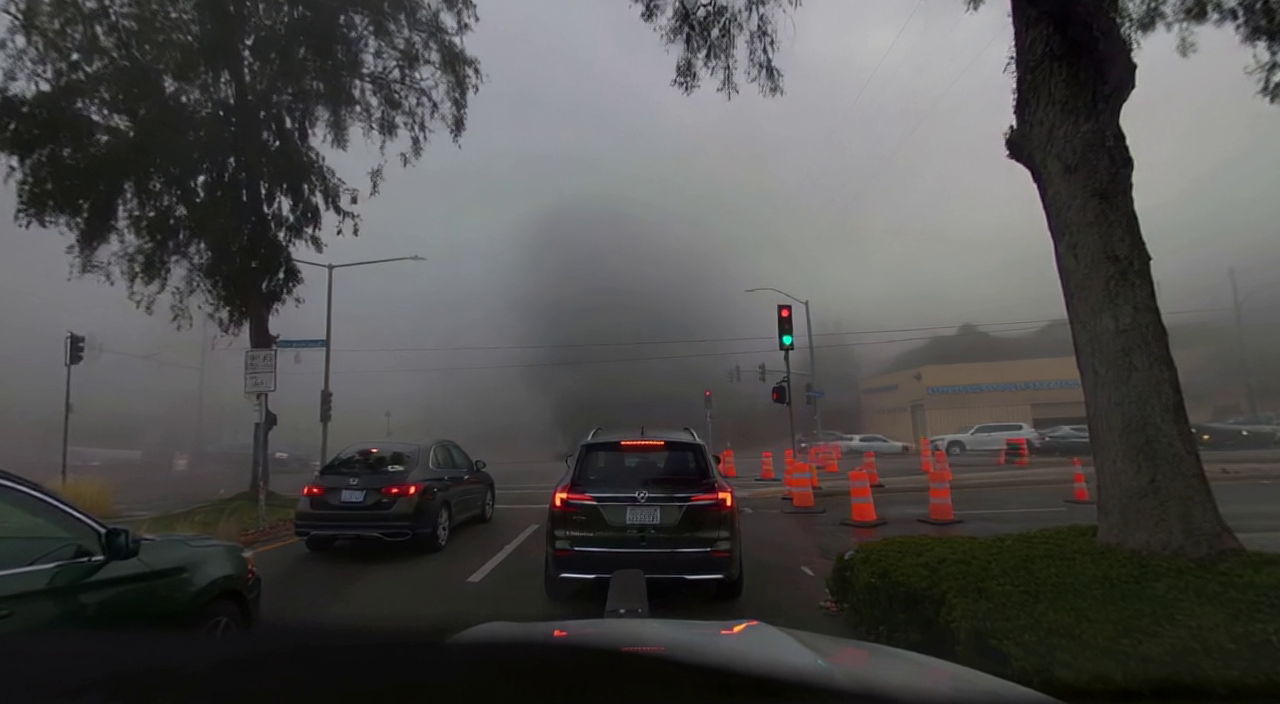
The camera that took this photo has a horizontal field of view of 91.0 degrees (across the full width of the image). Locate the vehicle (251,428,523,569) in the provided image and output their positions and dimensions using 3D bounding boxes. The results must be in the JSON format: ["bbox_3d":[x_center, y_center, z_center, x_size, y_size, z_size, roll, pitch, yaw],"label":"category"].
[{"bbox_3d":[-3.290,2.000,9.447,1.989,1.541,4.626,0,-9,2],"label":"vehicle"}]

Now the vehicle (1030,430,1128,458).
[{"bbox_3d":[28.275,5.947,40.659,4.805,1.688,1.923,0,-9,1],"label":"vehicle"}]

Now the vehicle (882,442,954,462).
[{"bbox_3d":[20.837,7.507,47.315,4.581,1.480,1.752,0,-9,0],"label":"vehicle"}]

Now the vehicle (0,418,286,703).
[{"bbox_3d":[-3.604,0.953,2.143,1.964,1.497,4.722,0,-9,1],"label":"vehicle"}]

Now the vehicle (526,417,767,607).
[{"bbox_3d":[0.096,1.626,7.207,2.021,1.560,3.676,0,-9,1],"label":"vehicle"}]

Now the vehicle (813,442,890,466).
[{"bbox_3d":[13.759,6.664,41.172,4.463,1.482,1.808,-1,-9,9],"label":"vehicle"}]
